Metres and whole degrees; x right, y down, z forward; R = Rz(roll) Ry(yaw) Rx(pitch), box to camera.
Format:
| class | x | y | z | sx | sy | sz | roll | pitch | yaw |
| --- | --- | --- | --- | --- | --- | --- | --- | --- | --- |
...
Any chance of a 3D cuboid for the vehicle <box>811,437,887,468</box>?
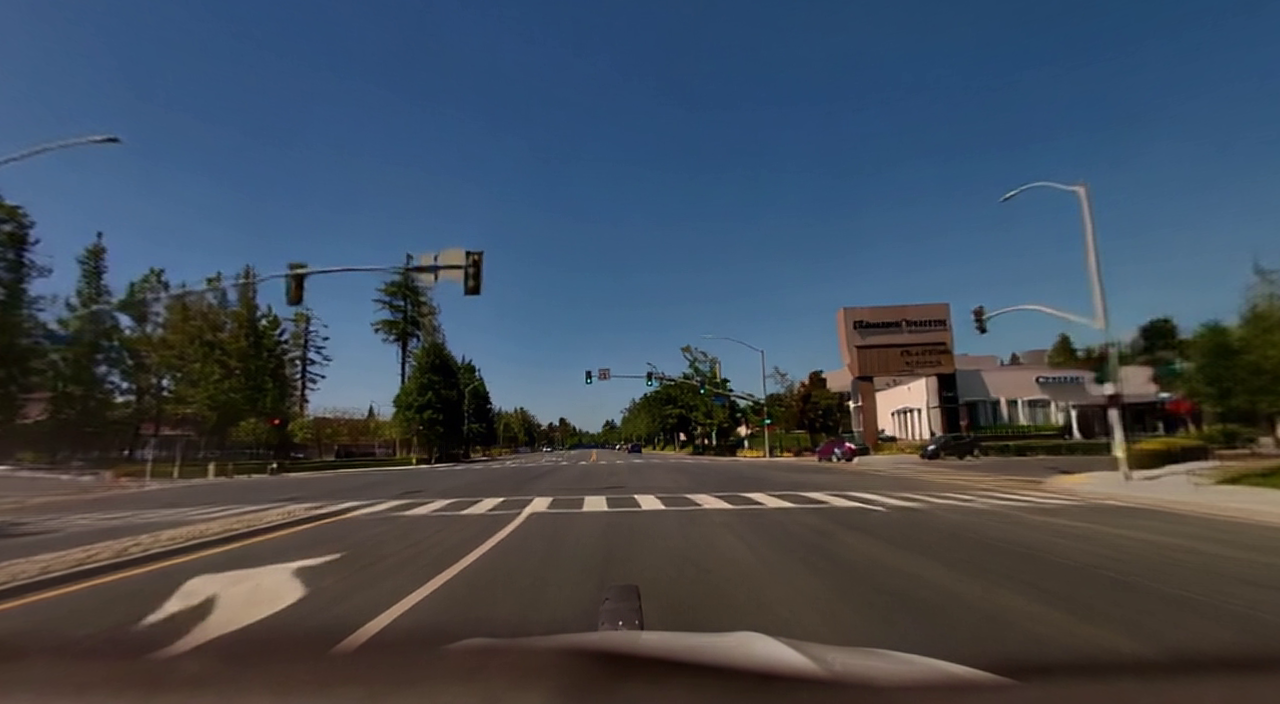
| class | x | y | z | sx | sy | sz | roll | pitch | yaw |
| --- | --- | --- | --- | --- | --- | --- | --- | --- | --- |
| vehicle | 12.170 | 5.841 | 36.789 | 3.780 | 1.496 | 1.867 | 0 | -8 | -23 |

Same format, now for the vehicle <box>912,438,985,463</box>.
| class | x | y | z | sx | sy | sz | roll | pitch | yaw |
| --- | --- | --- | --- | --- | --- | --- | --- | --- | --- |
| vehicle | 19.101 | 6.081 | 39.155 | 3.942 | 1.505 | 1.848 | 4 | -9 | -23 |
